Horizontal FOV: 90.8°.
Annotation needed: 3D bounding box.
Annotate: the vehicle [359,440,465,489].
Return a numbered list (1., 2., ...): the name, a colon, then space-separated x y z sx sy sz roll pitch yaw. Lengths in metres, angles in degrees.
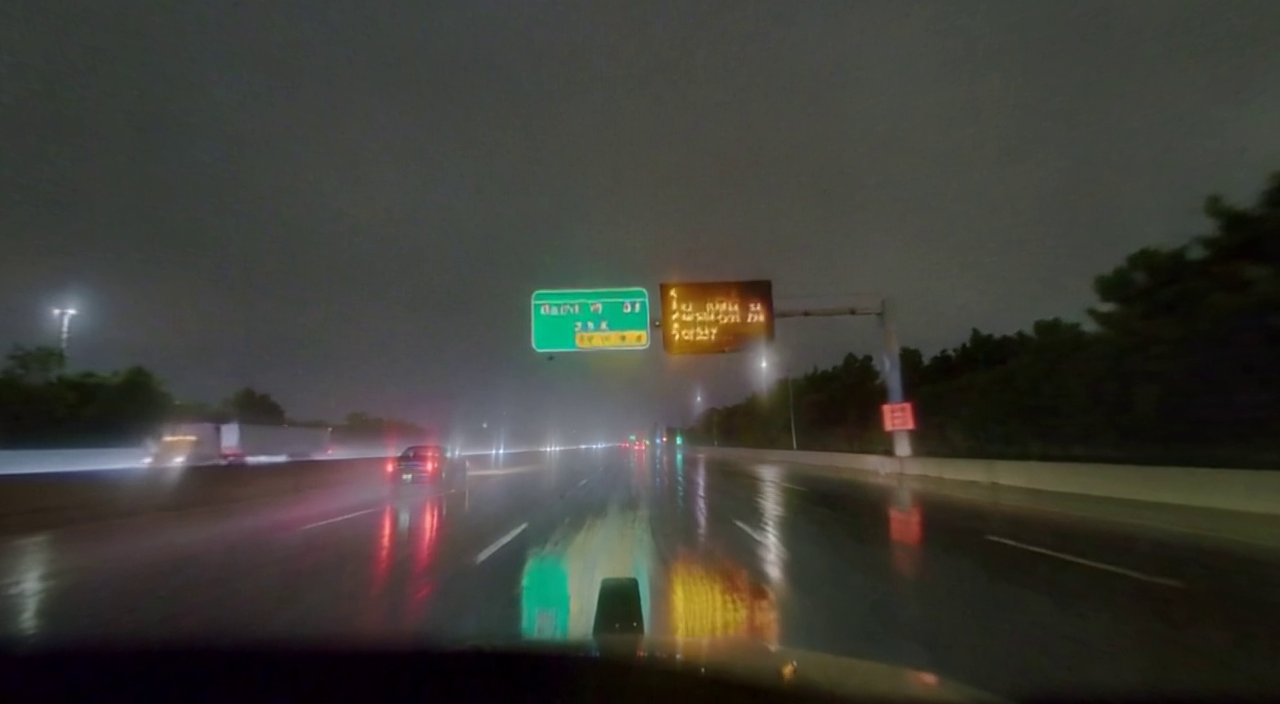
1. vehicle: -7.981 3.968 22.680 2.005 1.545 4.874 0 -8 0
